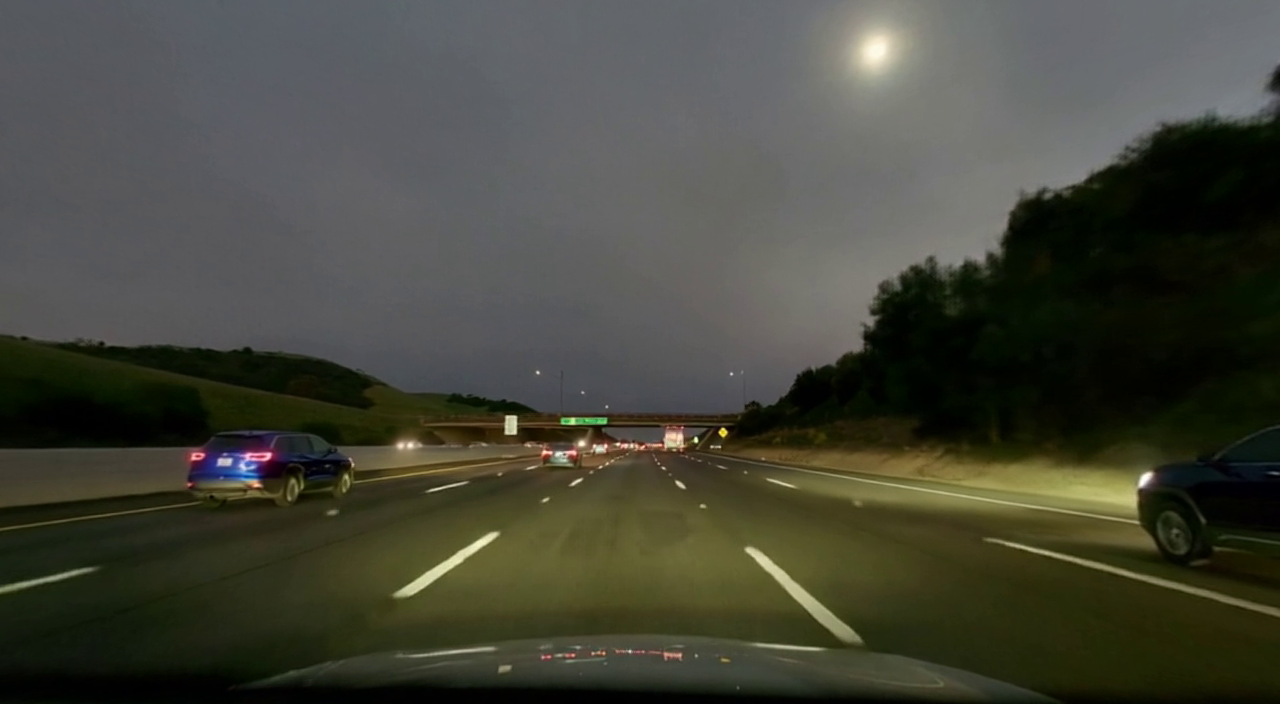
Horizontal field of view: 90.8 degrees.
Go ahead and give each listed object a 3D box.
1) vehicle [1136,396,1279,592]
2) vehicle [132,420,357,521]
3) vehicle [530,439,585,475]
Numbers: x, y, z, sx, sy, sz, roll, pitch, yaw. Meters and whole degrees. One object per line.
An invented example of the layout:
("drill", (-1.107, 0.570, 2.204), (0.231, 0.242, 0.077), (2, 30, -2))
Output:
("vehicle", (6.667, 1.147, 4.864), (1.950, 1.719, 4.545), (0, -9, 0))
("vehicle", (-7.644, 2.324, 12.840), (1.860, 1.694, 4.173), (0, -9, -1))
("vehicle", (-3.689, 4.769, 28.957), (1.925, 1.509, 4.363), (0, -9, 0))
